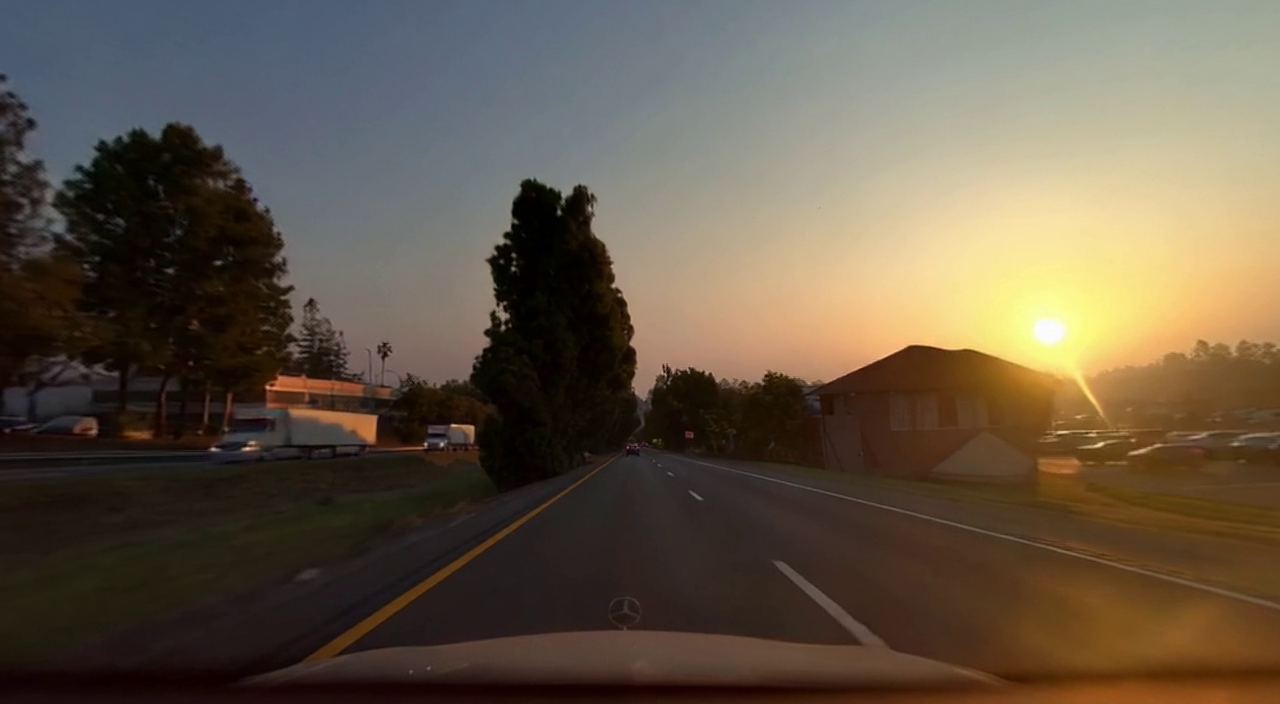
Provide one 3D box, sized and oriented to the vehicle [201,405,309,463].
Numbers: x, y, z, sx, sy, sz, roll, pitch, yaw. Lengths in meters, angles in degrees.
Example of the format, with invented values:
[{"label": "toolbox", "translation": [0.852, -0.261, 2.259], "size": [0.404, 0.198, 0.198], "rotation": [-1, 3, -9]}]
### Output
[{"label": "vehicle", "translation": [-28.914, 6.282, 47.934], "size": [3.022, 3.996, 8.151], "rotation": [0, -9, 0]}]
